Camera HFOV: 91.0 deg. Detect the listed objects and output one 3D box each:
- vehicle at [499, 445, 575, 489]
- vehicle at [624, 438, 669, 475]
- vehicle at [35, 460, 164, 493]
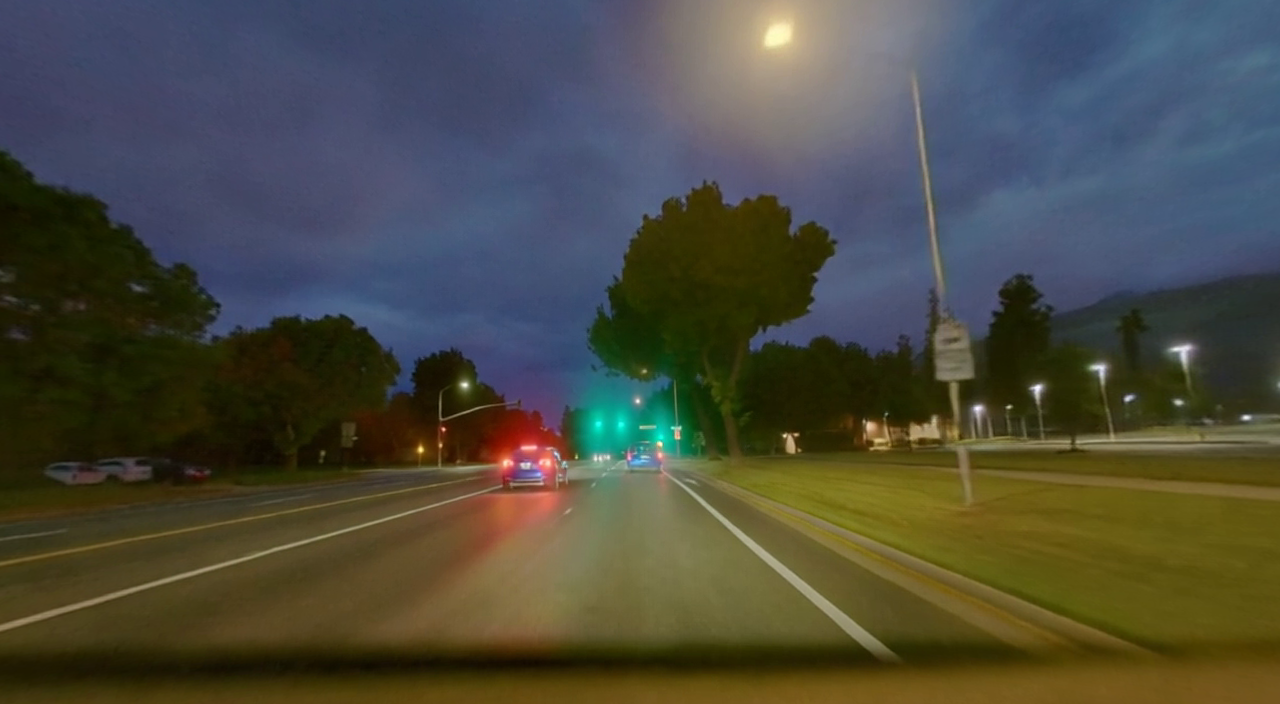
[{"bbox_3d":[-3.612,4.113,22.934,2.036,1.447,4.044,0,-8,1],"label":"vehicle"},{"bbox_3d":[0.271,5.474,33.173,2.215,1.799,4.426,0,-8,-1],"label":"vehicle"},{"bbox_3d":[-25.345,5.834,29.651,4.182,1.444,1.884,1,-8,-5],"label":"vehicle"}]
